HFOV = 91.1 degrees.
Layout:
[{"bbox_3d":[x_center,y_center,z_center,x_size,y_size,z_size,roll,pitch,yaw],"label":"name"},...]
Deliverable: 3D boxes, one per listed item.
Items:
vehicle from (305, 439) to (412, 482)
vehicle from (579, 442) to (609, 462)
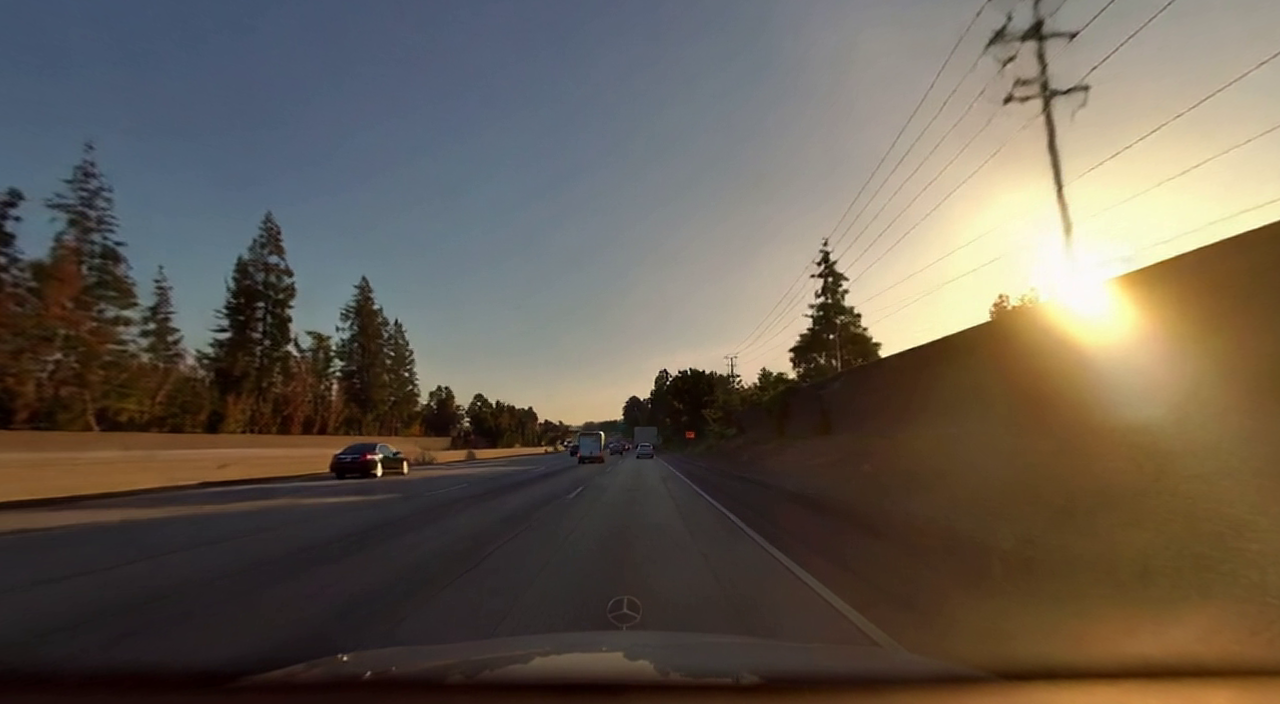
[{"bbox_3d":[-10.820,4.188,24.561,1.955,1.496,4.732,0,-8,1],"label":"vehicle"},{"bbox_3d":[-3.549,7.820,49.321,2.046,1.478,4.111,0,-8,0],"label":"vehicle"}]
